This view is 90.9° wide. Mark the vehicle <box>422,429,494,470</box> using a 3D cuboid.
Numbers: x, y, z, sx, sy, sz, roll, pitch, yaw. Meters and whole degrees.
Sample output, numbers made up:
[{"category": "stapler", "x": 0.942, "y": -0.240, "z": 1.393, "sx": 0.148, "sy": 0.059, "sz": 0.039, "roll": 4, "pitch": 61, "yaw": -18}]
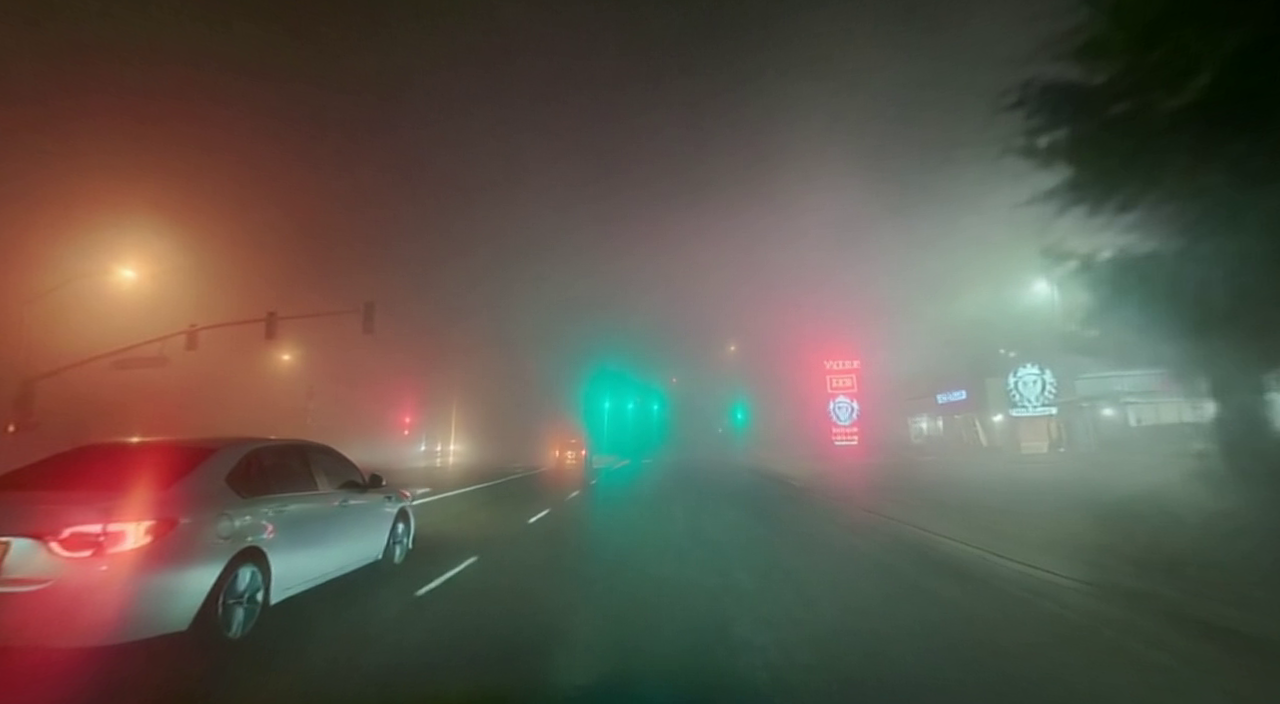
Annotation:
[{"category": "vehicle", "x": -9.064, "y": 4.913, "z": 31.908, "sx": 2.030, "sy": 1.906, "sz": 4.661, "roll": -1, "pitch": -8, "yaw": 3}]

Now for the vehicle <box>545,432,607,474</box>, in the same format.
[{"category": "vehicle", "x": -2.733, "y": 4.484, "z": 28.132, "sx": 2.109, "sy": 1.692, "sz": 4.220, "roll": -1, "pitch": -8, "yaw": 3}]

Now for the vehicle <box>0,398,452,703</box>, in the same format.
[{"category": "vehicle", "x": -3.191, "y": 1.266, "z": 4.931, "sx": 2.018, "sy": 1.477, "sz": 4.401, "roll": 0, "pitch": -8, "yaw": 1}]
